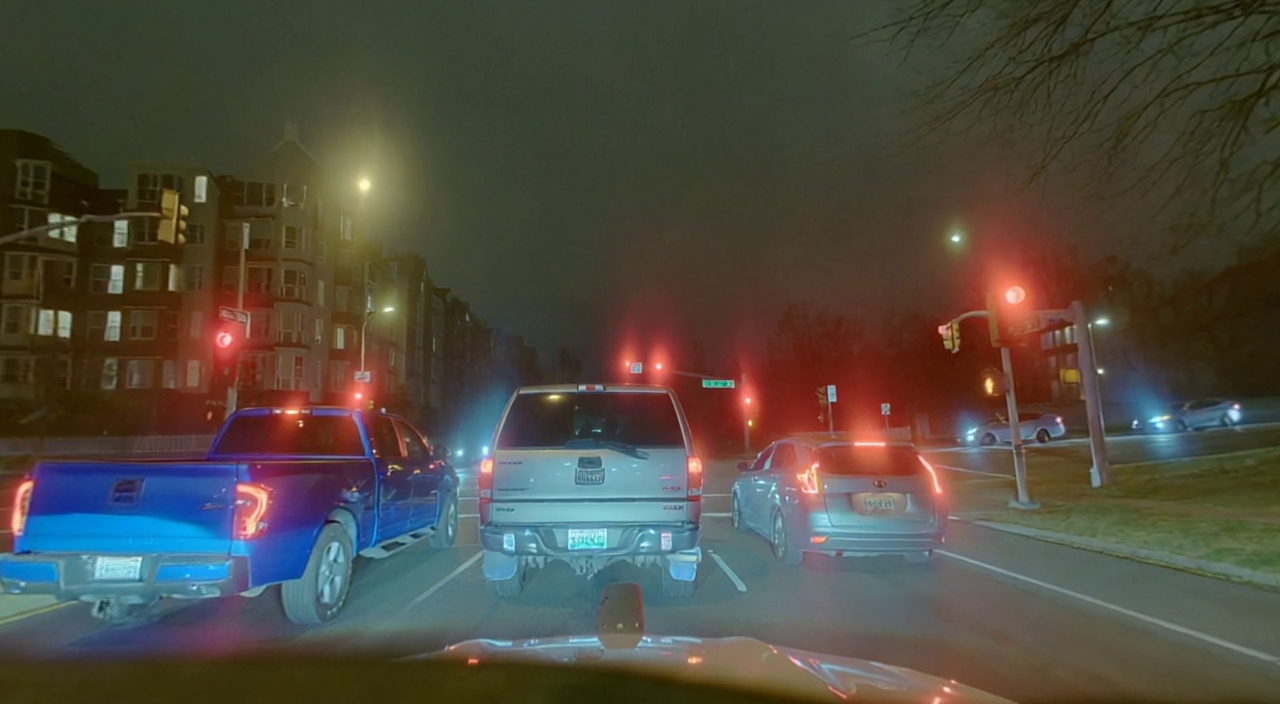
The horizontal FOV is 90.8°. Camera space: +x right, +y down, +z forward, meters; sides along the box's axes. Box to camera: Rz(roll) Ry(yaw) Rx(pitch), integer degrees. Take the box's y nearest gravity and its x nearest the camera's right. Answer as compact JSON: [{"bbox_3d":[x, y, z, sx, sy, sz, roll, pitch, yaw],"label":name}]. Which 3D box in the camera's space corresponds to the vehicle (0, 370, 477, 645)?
[{"bbox_3d":[-3.460,1.419,6.889,2.146,1.828,5.148,0,-9,-2],"label":"vehicle"}]

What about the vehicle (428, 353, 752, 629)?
[{"bbox_3d":[-0.374,1.311,6.788,2.282,1.964,4.421,0,-9,-1],"label":"vehicle"}]

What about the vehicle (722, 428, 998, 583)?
[{"bbox_3d":[2.410,1.809,8.329,2.016,1.481,4.336,0,-9,-1],"label":"vehicle"}]

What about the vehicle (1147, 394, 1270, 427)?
[{"bbox_3d":[29.310,3.047,32.666,4.540,1.543,1.803,0,-9,1],"label":"vehicle"}]

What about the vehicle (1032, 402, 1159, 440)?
[{"bbox_3d":[23.314,3.585,32.482,4.721,1.866,2.188,0,-9,2],"label":"vehicle"}]
